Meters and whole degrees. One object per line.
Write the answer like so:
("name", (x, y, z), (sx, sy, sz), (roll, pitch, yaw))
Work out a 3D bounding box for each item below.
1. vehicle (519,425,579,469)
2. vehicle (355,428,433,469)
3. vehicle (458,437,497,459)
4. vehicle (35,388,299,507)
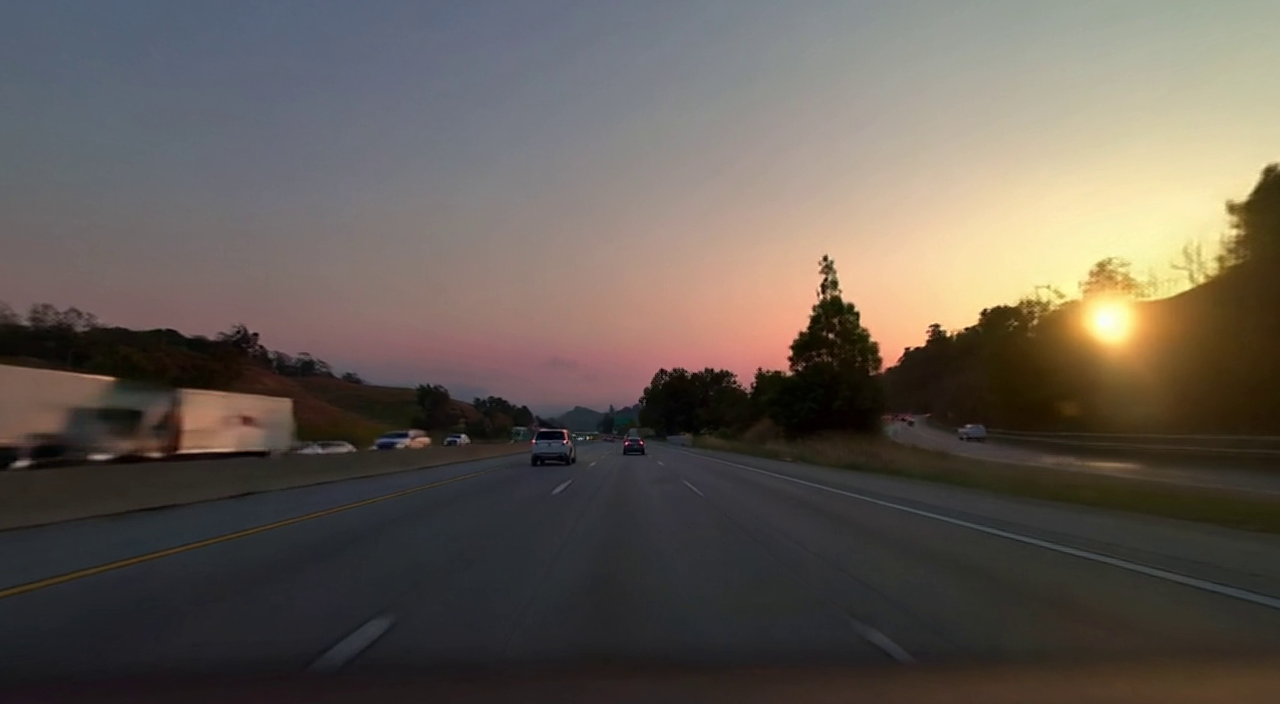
("vehicle", (-4.144, 4.396, 29.430), (2.115, 1.887, 4.721), (0, -8, 0))
("vehicle", (-12.558, 4.952, 32.516), (2.176, 1.901, 4.882), (0, -8, -2))
("vehicle", (-12.185, 7.223, 47.478), (1.938, 1.567, 4.376), (0, -8, -2))
("vehicle", (-11.647, 2.427, 16.310), (2.420, 2.524, 5.654), (0, -8, 0))
